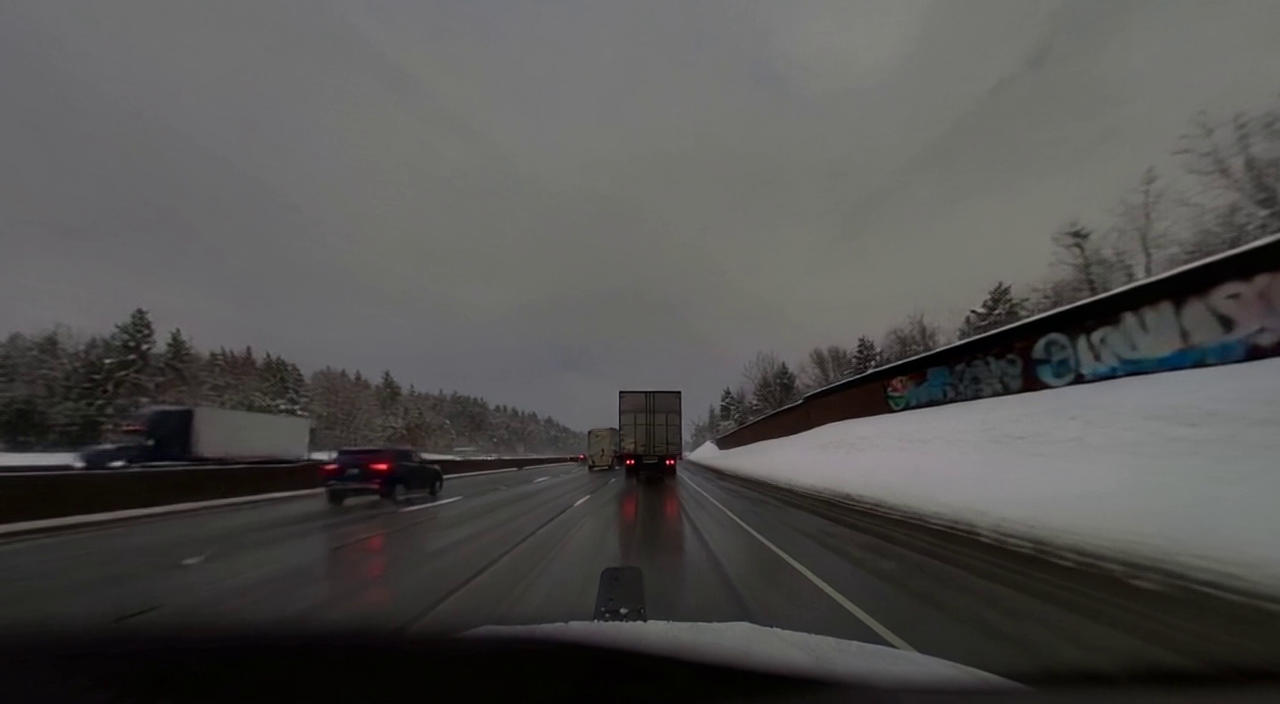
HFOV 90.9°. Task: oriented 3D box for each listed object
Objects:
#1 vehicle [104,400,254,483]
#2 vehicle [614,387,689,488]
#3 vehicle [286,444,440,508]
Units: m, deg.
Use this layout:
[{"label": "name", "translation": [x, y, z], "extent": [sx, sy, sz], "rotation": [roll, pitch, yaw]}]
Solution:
[{"label": "vehicle", "translation": [-23.849, 4.738, 33.117], "extent": [2.940, 3.893, 6.068], "rotation": [0, -9, 2]}, {"label": "vehicle", "translation": [0.489, 4.292, 30.911], "extent": [2.997, 4.069, 10.871], "rotation": [0, -9, 0]}, {"label": "vehicle", "translation": [-7.447, 3.373, 17.630], "extent": [1.998, 1.529, 4.850], "rotation": [0, -9, 1]}]
